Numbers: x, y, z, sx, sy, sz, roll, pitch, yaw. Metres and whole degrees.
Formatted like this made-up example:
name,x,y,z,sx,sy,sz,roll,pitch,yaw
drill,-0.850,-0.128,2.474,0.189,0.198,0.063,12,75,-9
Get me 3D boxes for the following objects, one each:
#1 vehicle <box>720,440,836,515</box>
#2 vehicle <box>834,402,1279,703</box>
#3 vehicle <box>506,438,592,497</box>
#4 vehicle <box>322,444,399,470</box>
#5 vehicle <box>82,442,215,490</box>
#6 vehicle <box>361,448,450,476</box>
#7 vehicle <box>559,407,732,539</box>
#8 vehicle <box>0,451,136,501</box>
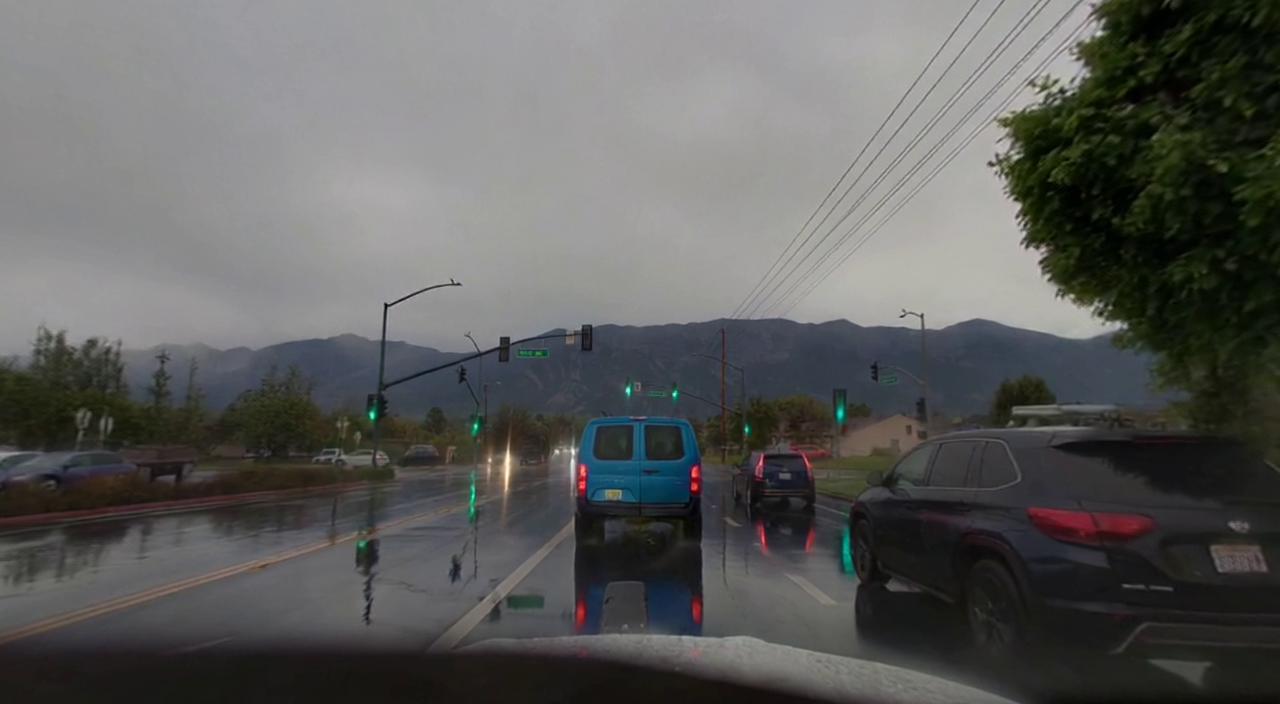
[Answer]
name,x,y,z,sx,sy,sz,roll,pitch,yaw
vehicle,3.322,3.104,16.128,1.957,1.646,4.355,0,-9,0
vehicle,3.479,1.427,5.407,2.155,1.658,4.721,0,-9,0
vehicle,-2.872,3.764,20.989,2.059,1.749,4.458,0,-9,2
vehicle,-19.364,7.290,43.723,4.428,1.738,1.886,-1,-9,5
vehicle,-20.420,4.724,26.509,1.996,1.809,4.699,1,-9,-5
vehicle,-14.058,6.572,37.854,4.644,1.533,2.005,-2,-9,16
vehicle,0.075,2.235,12.270,2.636,2.011,5.130,0,-9,0
vehicle,-20.079,4.132,21.455,1.830,1.436,4.771,0,-9,1
